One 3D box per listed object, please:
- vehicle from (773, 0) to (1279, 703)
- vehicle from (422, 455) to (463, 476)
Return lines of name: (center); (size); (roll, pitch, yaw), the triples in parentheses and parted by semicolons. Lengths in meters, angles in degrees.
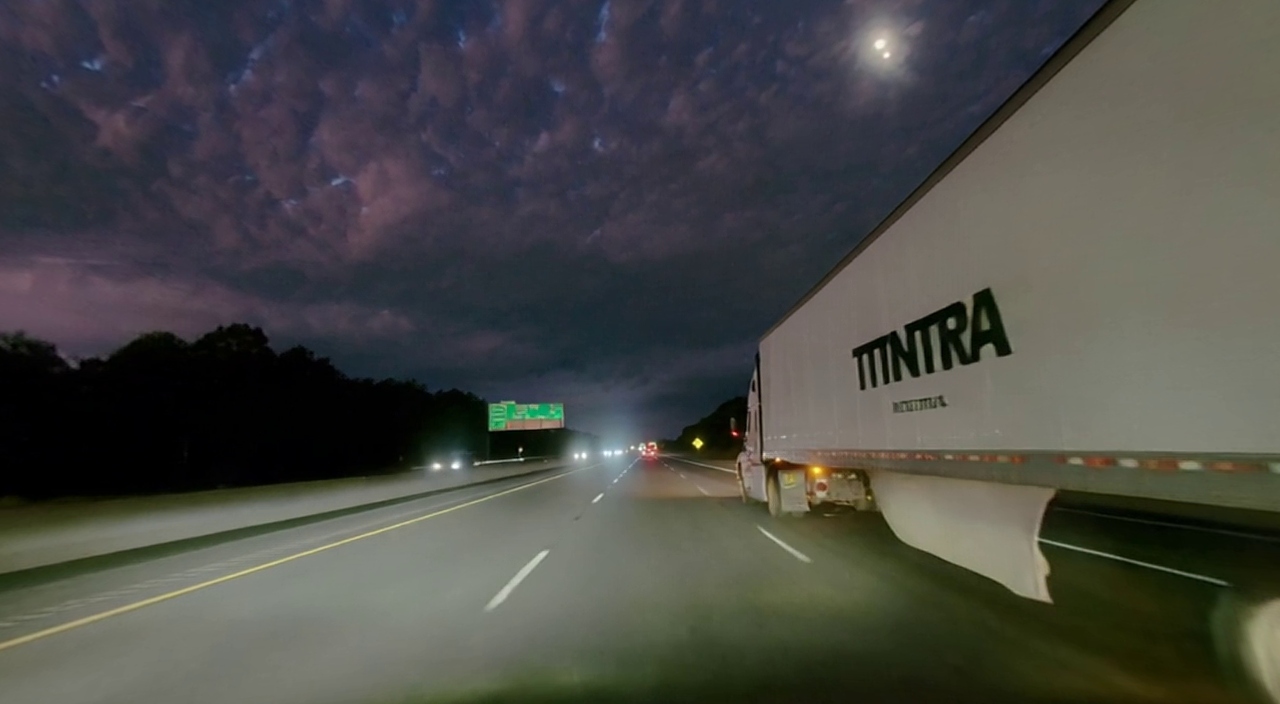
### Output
vehicle: (4.062, 0.054, 4.848); (2.947, 4.020, 14.220); (0, -9, 0)
vehicle: (-14.914, 8.552, 47.739); (1.889, 1.458, 3.634); (0, -9, 0)
